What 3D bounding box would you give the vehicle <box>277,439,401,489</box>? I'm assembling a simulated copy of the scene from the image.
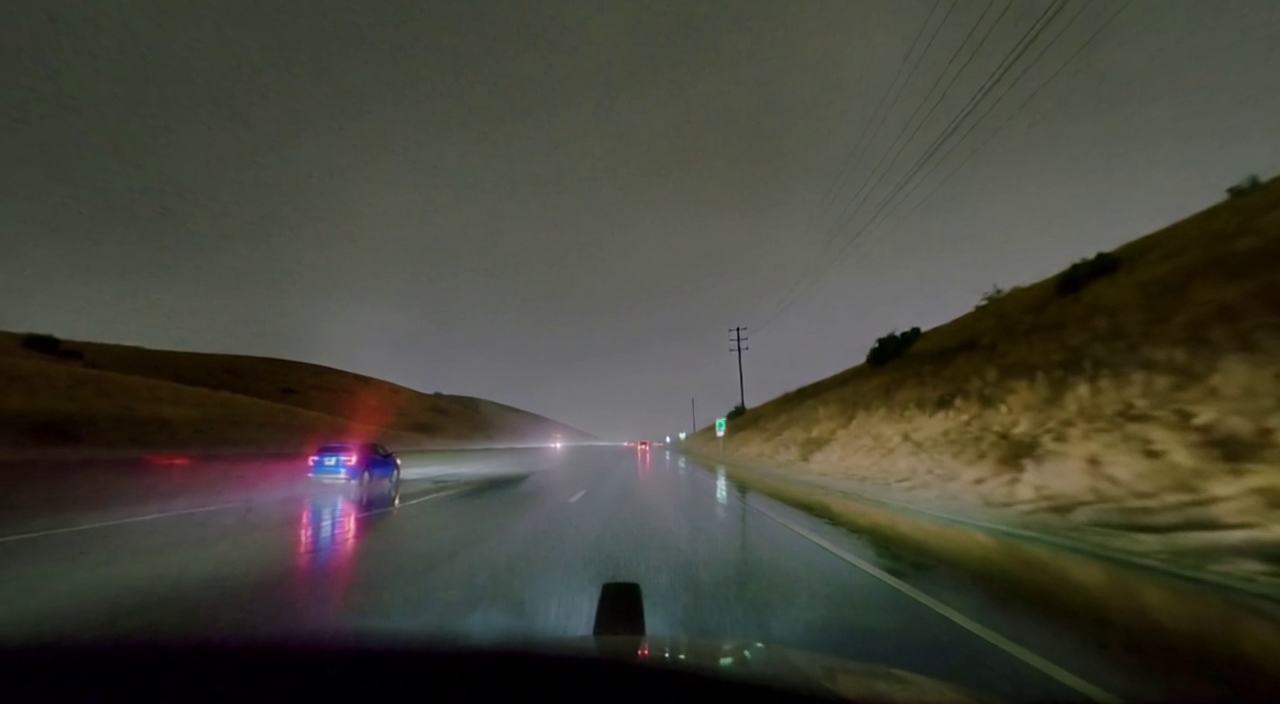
[{"bbox_3d":[-10.409,3.895,22.262,1.971,1.558,4.847,0,-9,0],"label":"vehicle"}]
